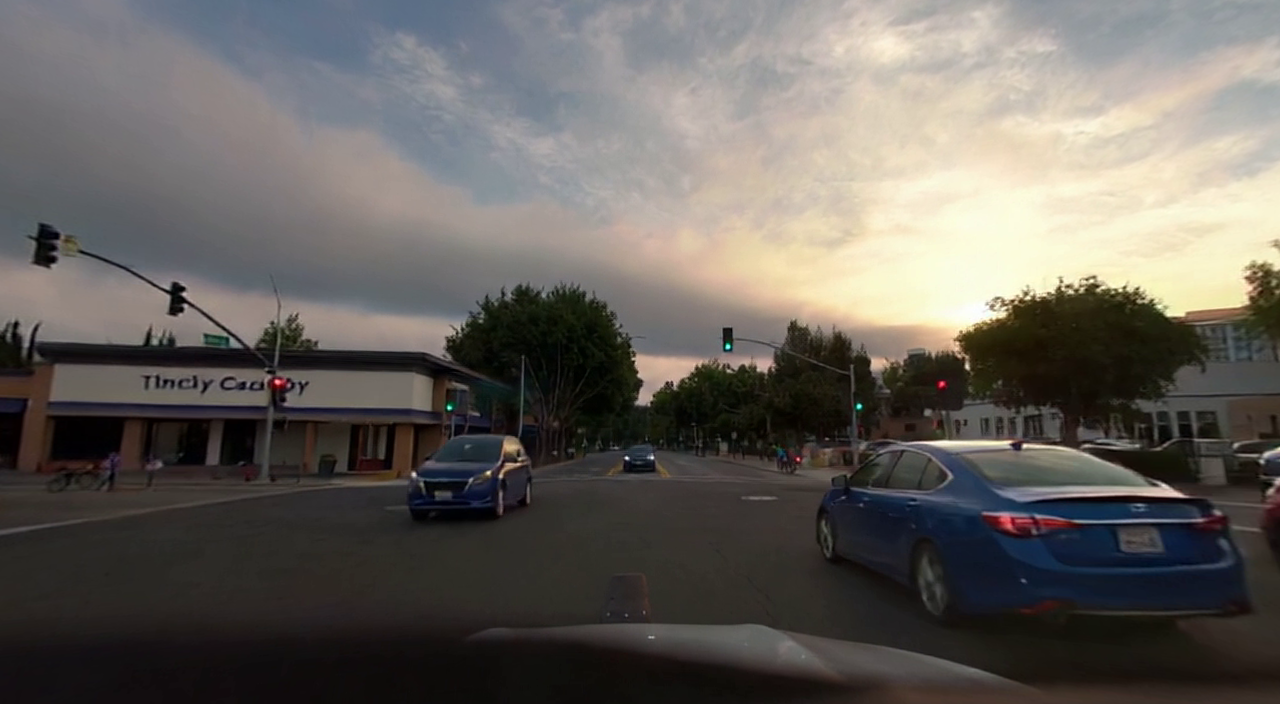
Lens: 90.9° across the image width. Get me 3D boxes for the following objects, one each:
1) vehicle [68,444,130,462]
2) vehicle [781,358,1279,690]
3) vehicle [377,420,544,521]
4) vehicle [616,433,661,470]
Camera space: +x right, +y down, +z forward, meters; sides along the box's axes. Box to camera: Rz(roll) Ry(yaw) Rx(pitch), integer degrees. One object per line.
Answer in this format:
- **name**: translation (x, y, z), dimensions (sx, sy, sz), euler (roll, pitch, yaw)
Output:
- **vehicle**: translation (-42.801, 8.004, 49.931), dimensions (3.391, 1.379, 1.562), euler (4, -10, -28)
- **vehicle**: translation (2.868, 1.248, 5.744), dimensions (2.048, 1.725, 4.754), euler (0, -9, 0)
- **vehicle**: translation (-3.285, 2.274, 12.506), dimensions (1.961, 1.658, 4.064), euler (-1, -9, 2)
- **vehicle**: translation (-0.125, 5.700, 36.270), dimensions (2.390, 1.948, 5.344), euler (0, -9, -1)
